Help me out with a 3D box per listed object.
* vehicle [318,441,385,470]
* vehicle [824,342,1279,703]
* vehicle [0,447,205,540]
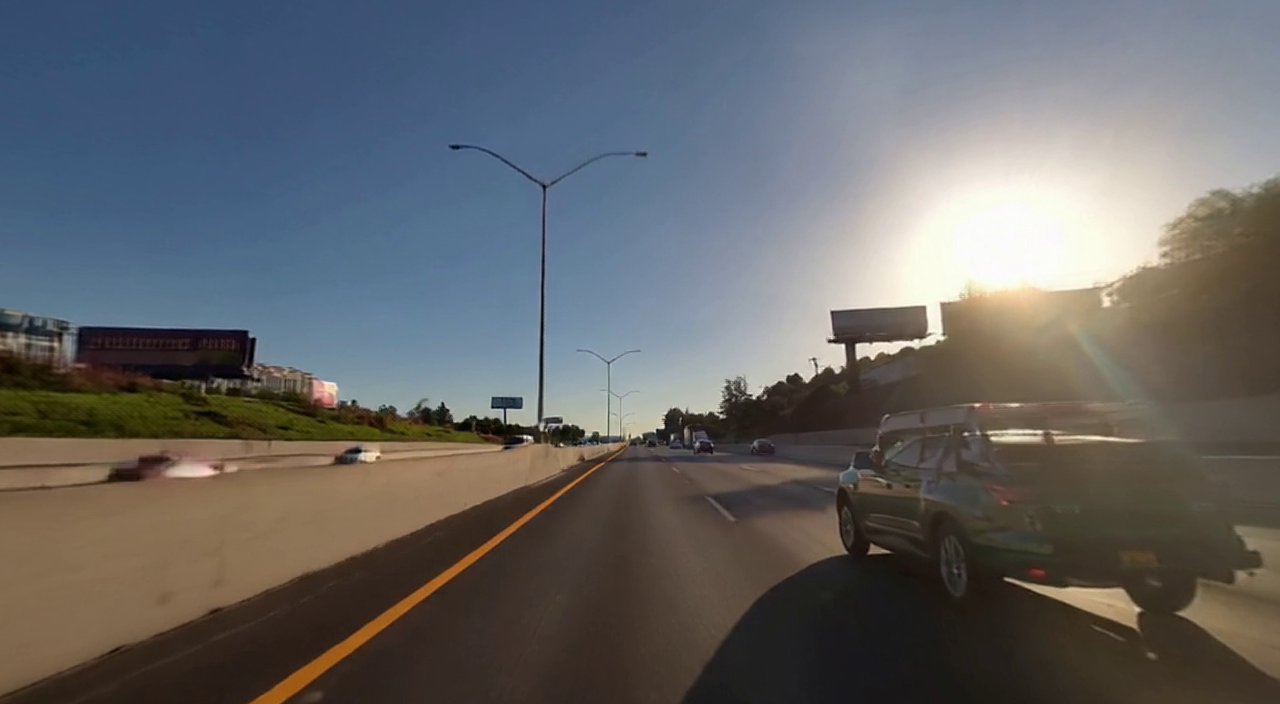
[{"bbox_3d":[-18.281,6.578,40.342,1.894,1.693,5.000,0,-9,0],"label":"vehicle"},{"bbox_3d":[3.104,1.121,4.947,1.973,1.710,4.476,0,-8,0],"label":"vehicle"},{"bbox_3d":[-10.877,2.605,12.314,1.834,1.445,4.127,0,-8,0],"label":"vehicle"}]
